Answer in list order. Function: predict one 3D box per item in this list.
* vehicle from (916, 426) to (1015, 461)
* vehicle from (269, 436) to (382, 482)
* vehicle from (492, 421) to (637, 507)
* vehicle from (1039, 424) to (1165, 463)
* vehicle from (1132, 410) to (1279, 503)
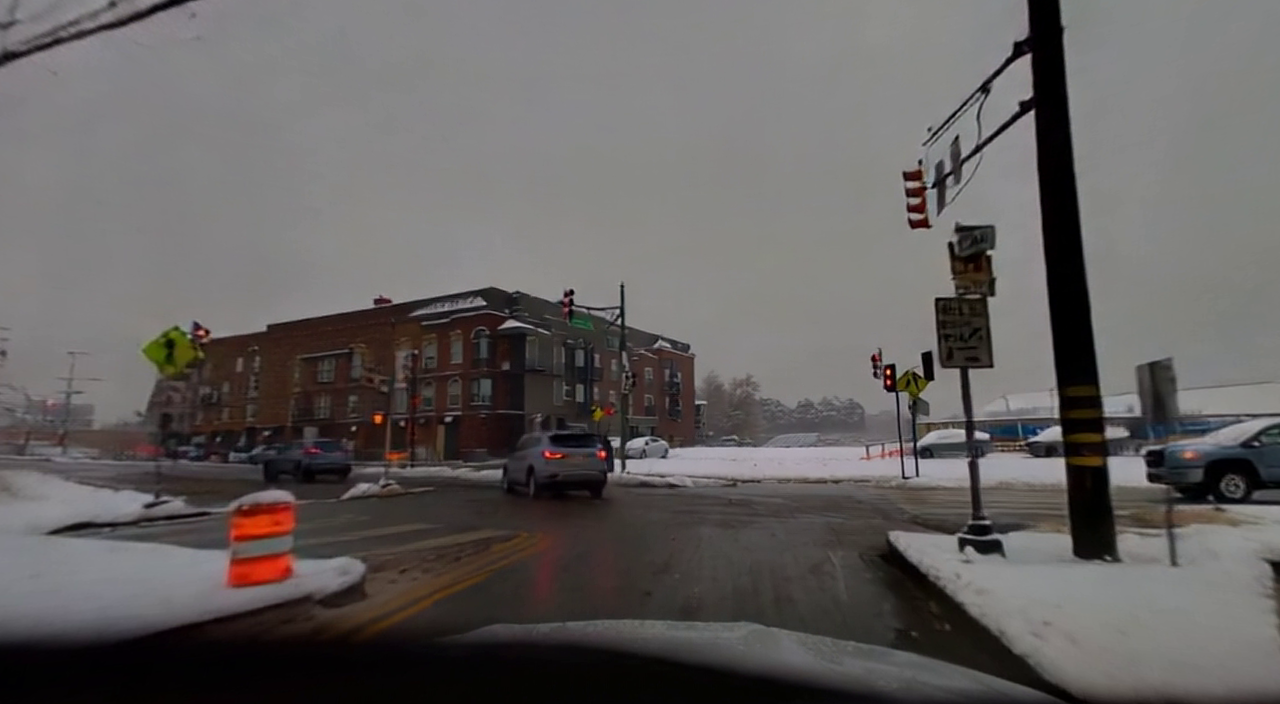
[{"bbox_3d":[16.876,4.788,32.841,4.382,1.688,1.937,-5,-10,28],"label":"vehicle"},{"bbox_3d":[-14.484,4.888,28.994,5.548,1.911,2.206,-6,-11,36],"label":"vehicle"},{"bbox_3d":[-2.196,2.874,16.664,2.256,1.859,5.118,4,-10,-25],"label":"vehicle"},{"bbox_3d":[21.719,4.346,29.984,4.550,1.704,1.922,-5,-10,31],"label":"vehicle"},{"bbox_3d":[13.773,2.181,13.308,4.740,1.802,2.249,-3,-9,17],"label":"vehicle"}]
